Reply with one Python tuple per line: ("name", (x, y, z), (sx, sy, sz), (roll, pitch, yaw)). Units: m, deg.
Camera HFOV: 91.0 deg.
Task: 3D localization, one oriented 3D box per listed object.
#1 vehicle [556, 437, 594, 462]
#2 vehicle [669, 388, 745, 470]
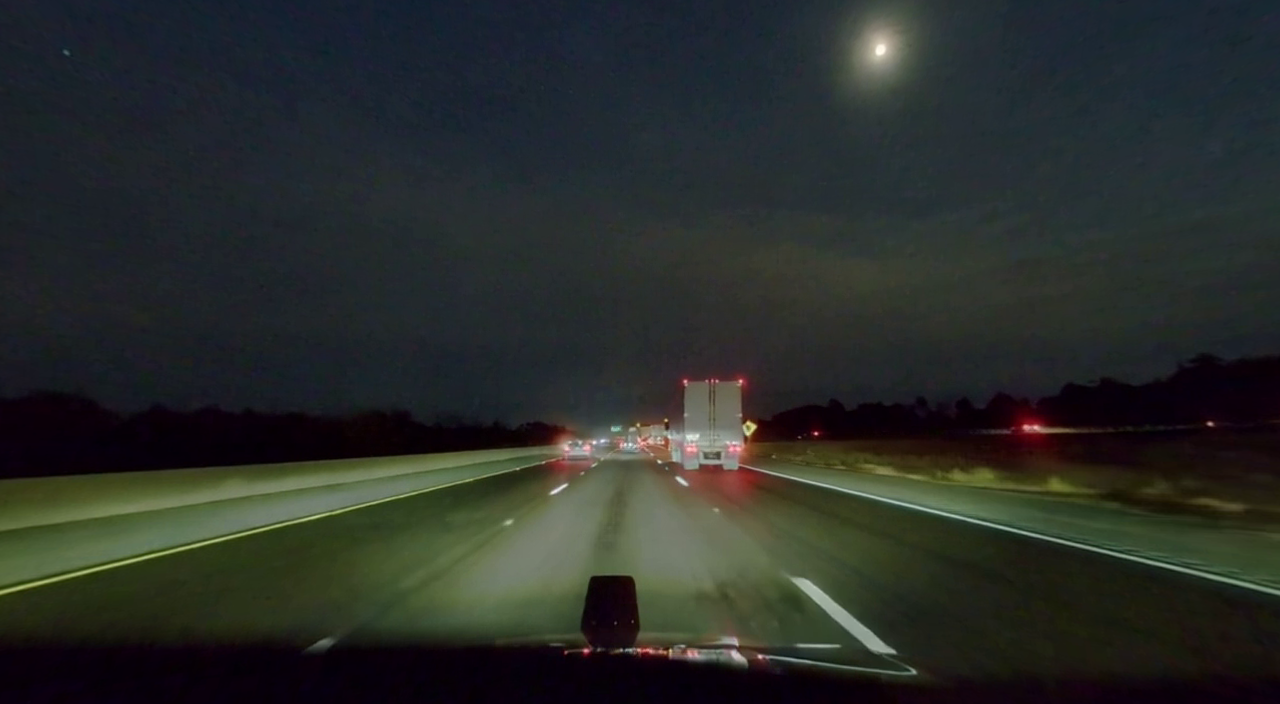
("vehicle", (-4.216, 6.391, 41.324), (2.111, 1.536, 4.270), (0, -8, 0))
("vehicle", (3.540, 4.548, 36.346), (2.997, 3.983, 10.860), (1, -8, -1))
